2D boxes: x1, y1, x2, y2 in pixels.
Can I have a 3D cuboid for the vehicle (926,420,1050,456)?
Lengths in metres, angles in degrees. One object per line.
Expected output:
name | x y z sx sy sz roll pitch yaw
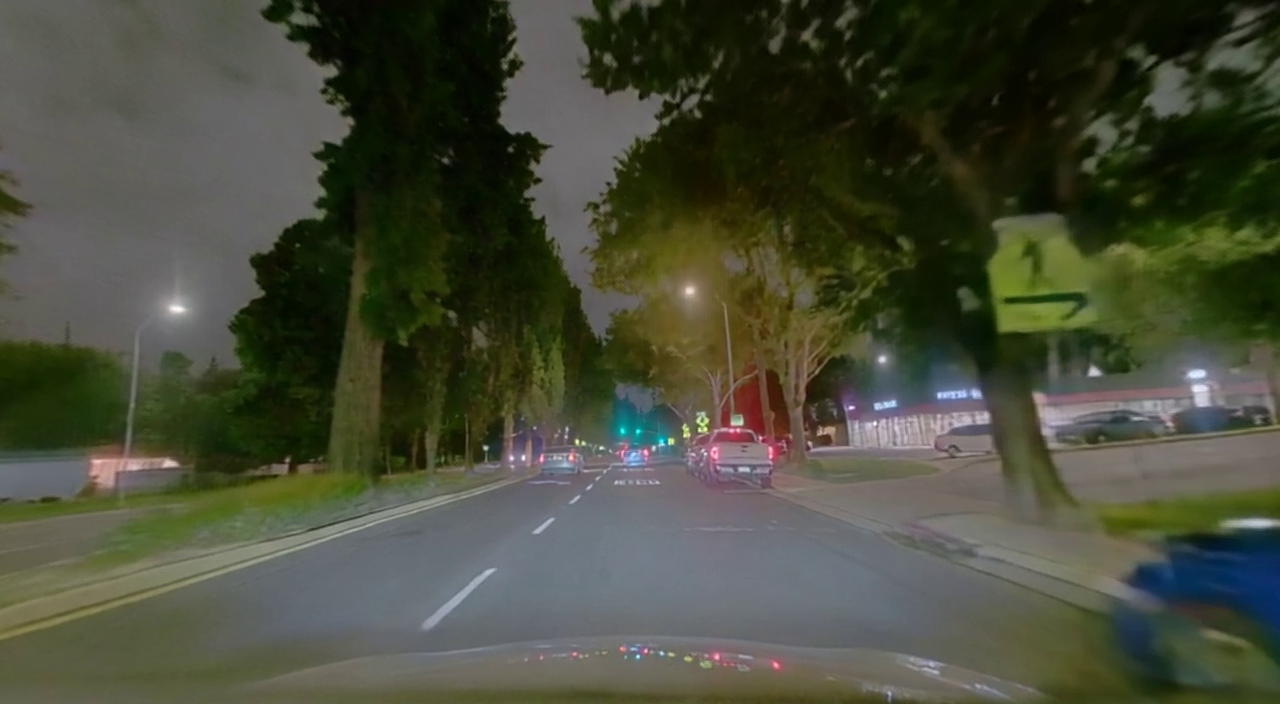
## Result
vehicle | 15.731 3.952 28.723 1.881 1.477 4.617 4 -10 -27

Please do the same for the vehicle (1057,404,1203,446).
vehicle | 21.953 3.380 28.466 2.031 1.732 4.653 3 -9 -23

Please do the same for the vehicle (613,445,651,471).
vehicle | -0.472 6.352 37.860 2.187 1.478 4.138 0 -9 -1

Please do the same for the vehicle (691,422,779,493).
vehicle | 2.961 3.471 20.986 2.072 2.017 5.590 0 -9 0

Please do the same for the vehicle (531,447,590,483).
vehicle | -3.501 5.058 28.545 2.083 1.460 4.527 0 -9 0

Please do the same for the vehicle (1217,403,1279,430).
vehicle | 39.466 4.216 40.655 1.826 1.445 4.549 -9 -11 26

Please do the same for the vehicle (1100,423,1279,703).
vehicle | 3.145 0.629 0.314 2.076 1.479 4.754 -4 -9 -2
